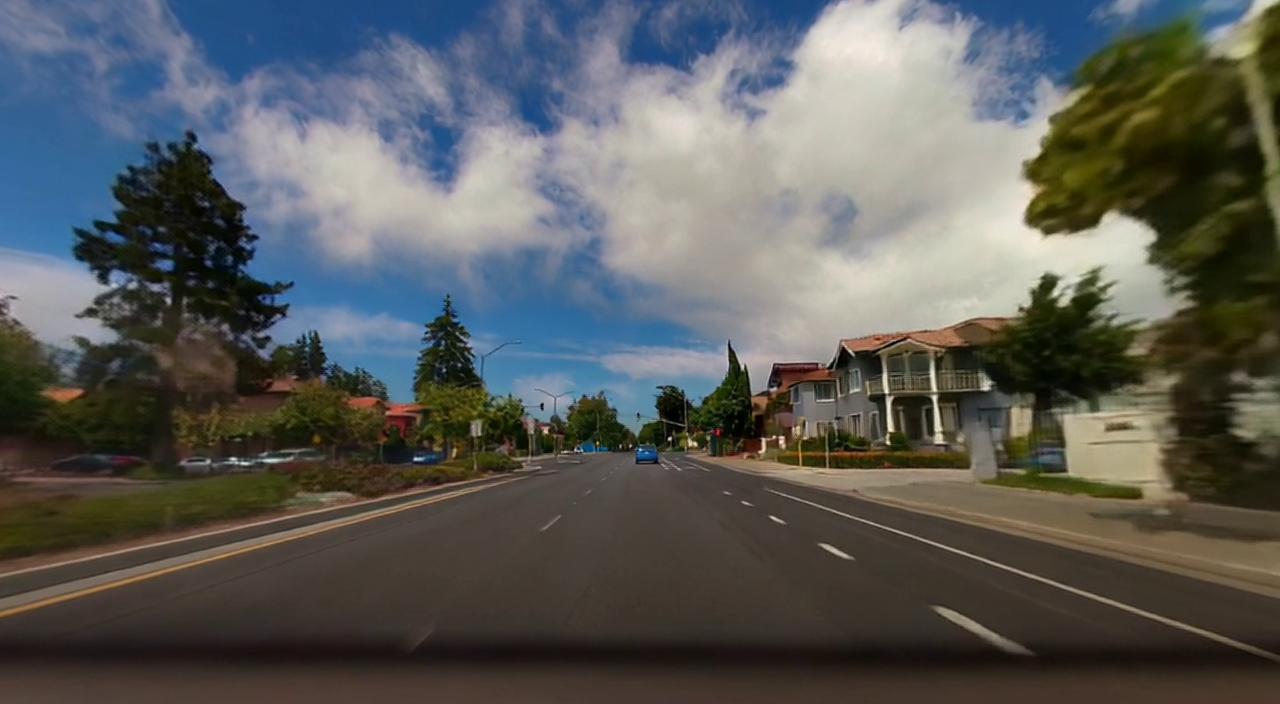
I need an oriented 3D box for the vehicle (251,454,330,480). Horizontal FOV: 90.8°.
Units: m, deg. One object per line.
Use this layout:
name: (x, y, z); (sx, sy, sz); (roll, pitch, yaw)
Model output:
vehicle: (-19.794, 6.509, 36.001); (1.966, 1.341, 4.442); (0, -9, 0)
